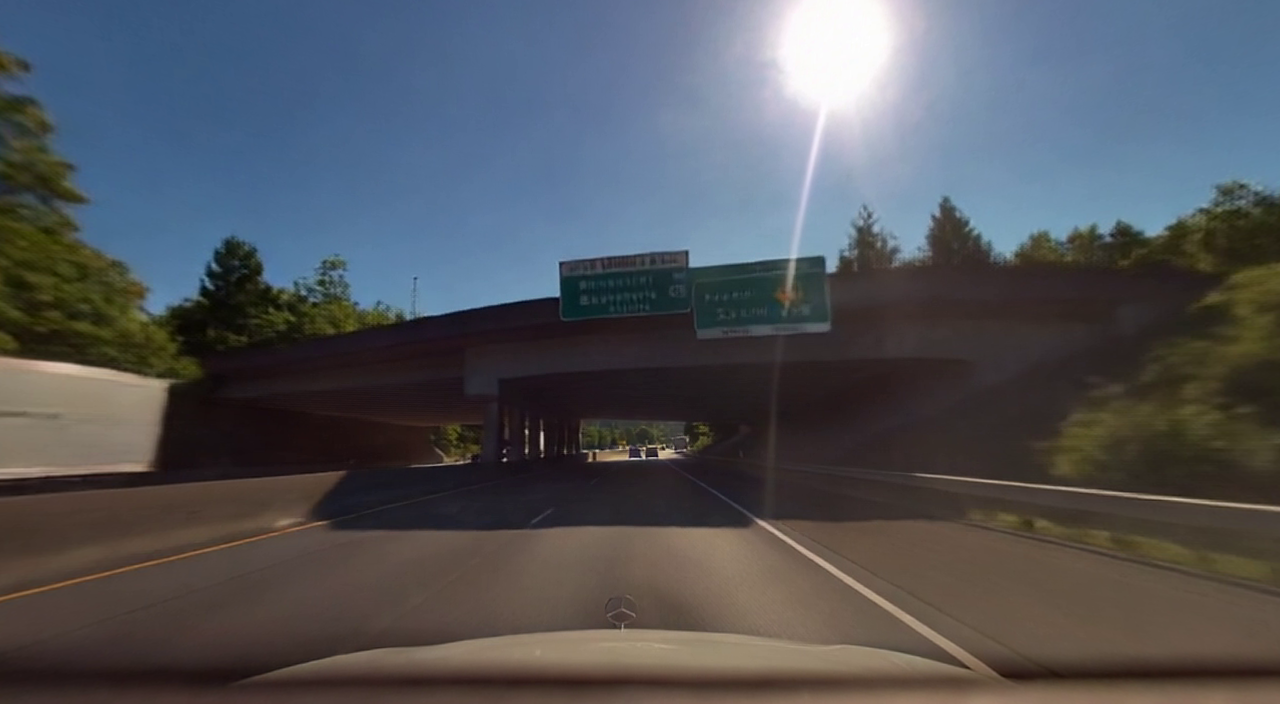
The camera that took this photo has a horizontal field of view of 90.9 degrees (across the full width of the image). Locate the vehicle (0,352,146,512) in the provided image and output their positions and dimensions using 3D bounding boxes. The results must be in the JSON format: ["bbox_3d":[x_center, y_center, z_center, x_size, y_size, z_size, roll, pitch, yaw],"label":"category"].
[{"bbox_3d":[-16.863,1.649,13.416,2.895,3.804,11.880,0,-9,1],"label":"vehicle"}]
